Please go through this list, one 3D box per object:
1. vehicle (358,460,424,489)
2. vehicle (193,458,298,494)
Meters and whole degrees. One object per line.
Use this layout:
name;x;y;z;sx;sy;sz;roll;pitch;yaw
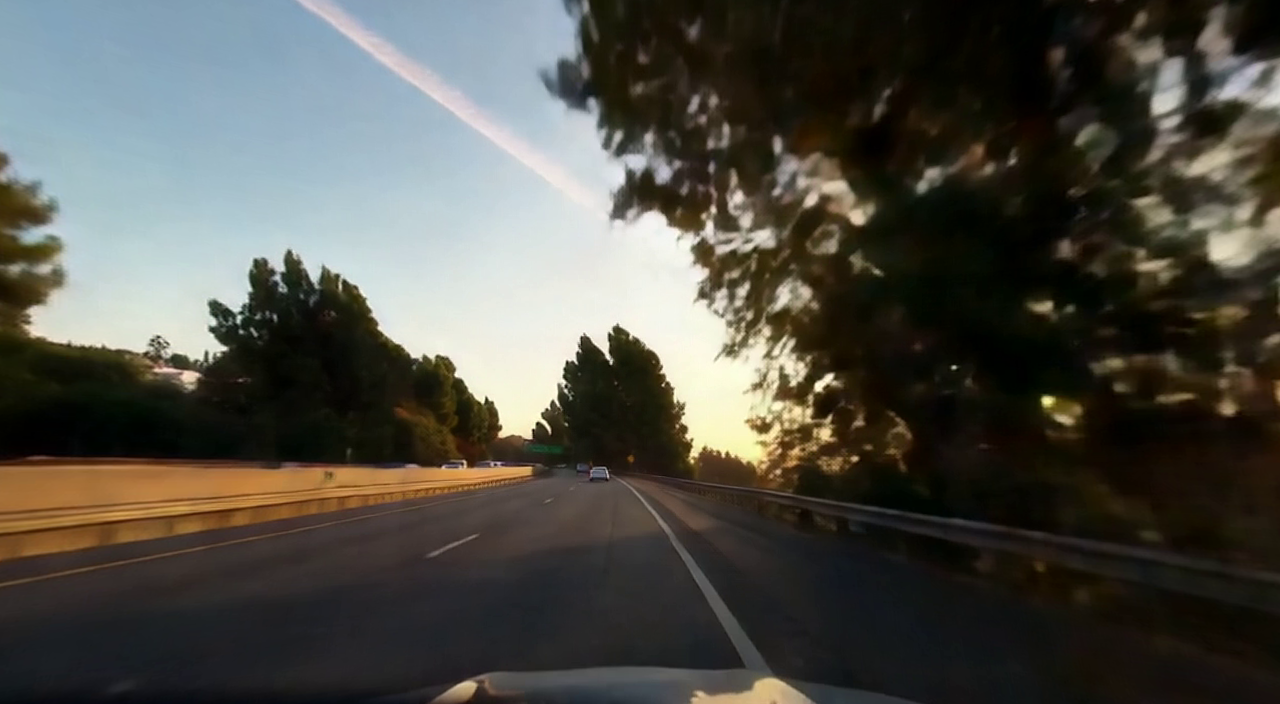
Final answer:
vehicle;-14.123;6.969;36.043;1.976;1.500;4.617;1;-11;-1
vehicle;-17.546;5.559;28.331;1.837;1.433;4.435;1;-11;0
